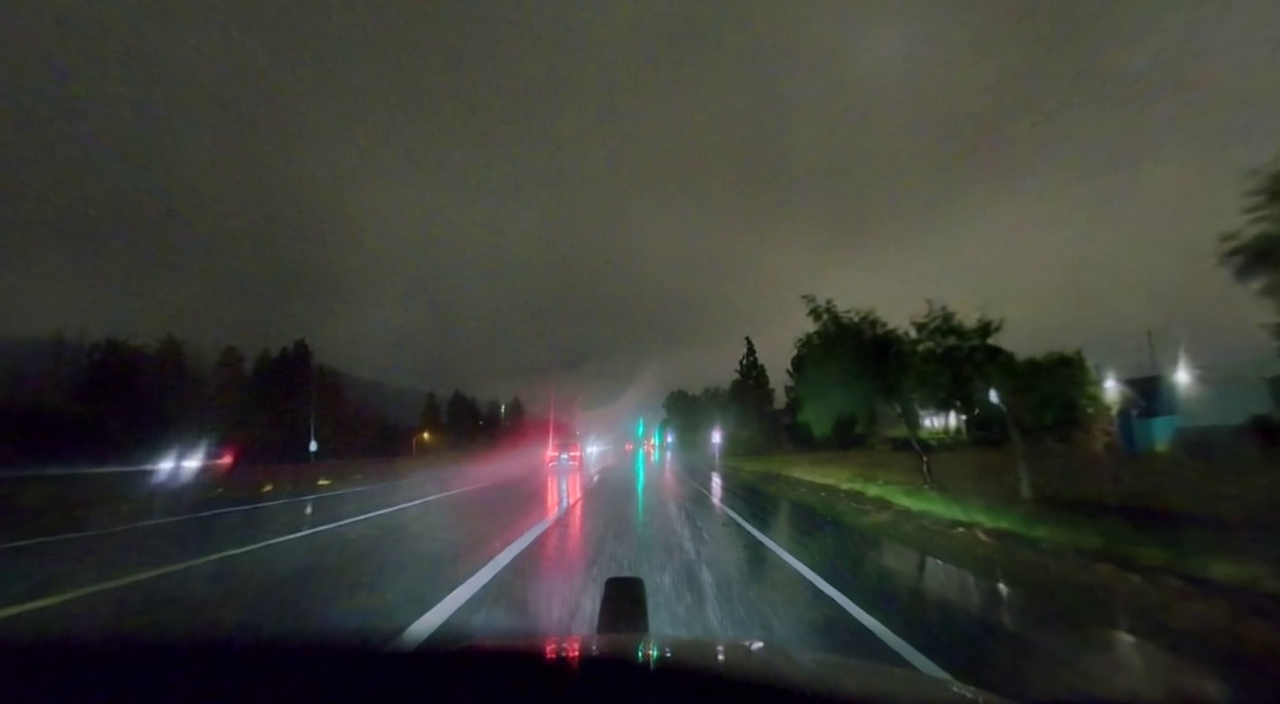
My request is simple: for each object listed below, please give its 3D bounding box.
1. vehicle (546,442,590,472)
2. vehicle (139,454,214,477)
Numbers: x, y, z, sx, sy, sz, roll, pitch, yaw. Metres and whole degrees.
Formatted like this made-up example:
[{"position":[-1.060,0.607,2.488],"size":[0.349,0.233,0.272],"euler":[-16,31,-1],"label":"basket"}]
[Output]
[{"position":[-3.745,5.566,33.596],"size":[1.786,1.488,4.023],"euler":[0,-8,1],"label":"vehicle"},{"position":[-32.796,7.991,44.765],"size":[1.785,1.465,4.614],"euler":[0,-8,1],"label":"vehicle"}]
